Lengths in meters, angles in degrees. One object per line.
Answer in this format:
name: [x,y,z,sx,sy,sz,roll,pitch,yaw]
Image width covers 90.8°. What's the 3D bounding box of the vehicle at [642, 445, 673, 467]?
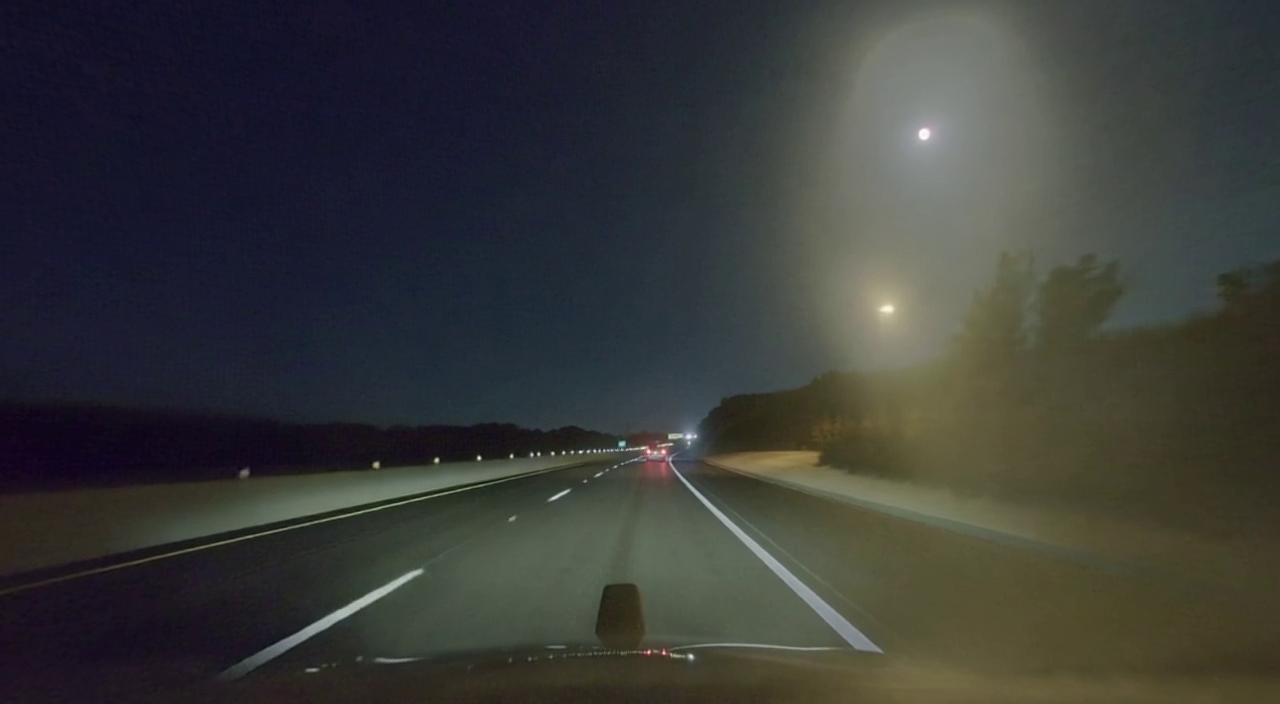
vehicle: [1.336,7.749,47.153,2.221,1.603,4.149,0,-9,2]
